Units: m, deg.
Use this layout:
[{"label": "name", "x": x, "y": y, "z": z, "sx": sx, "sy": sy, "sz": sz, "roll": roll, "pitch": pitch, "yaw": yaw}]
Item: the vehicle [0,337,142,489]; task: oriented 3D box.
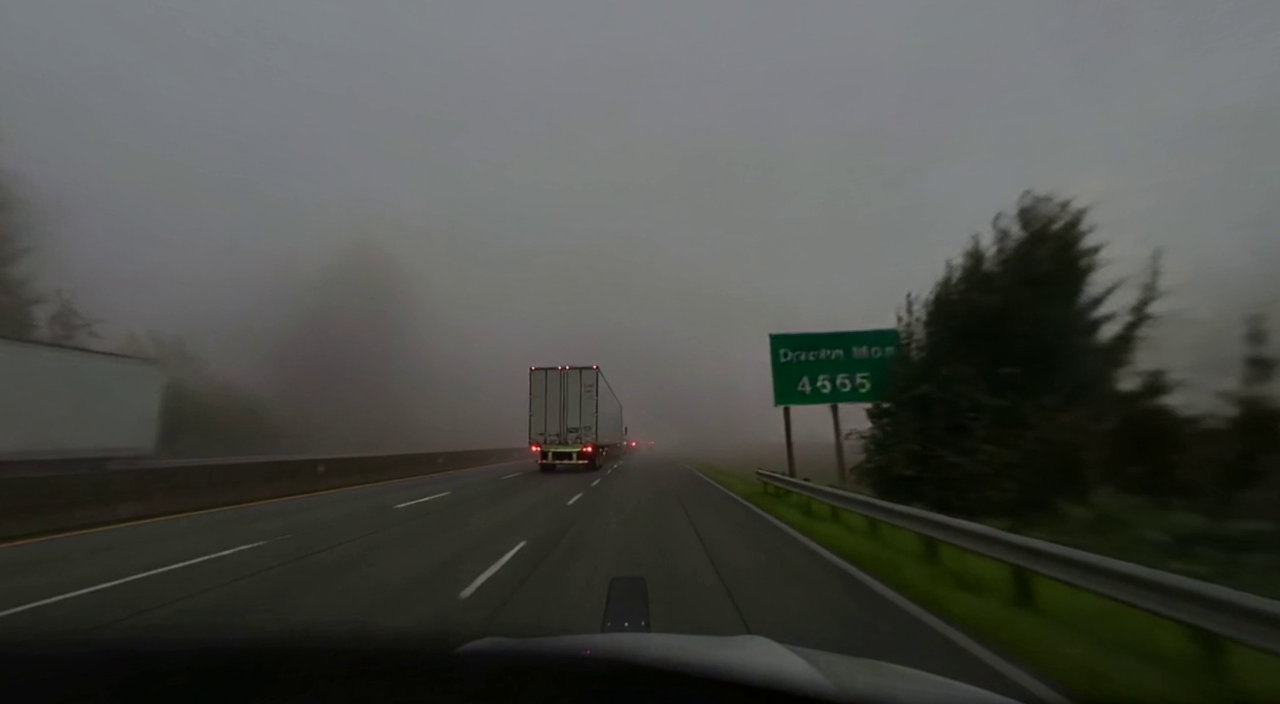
[{"label": "vehicle", "x": -18.609, "y": 1.251, "z": 14.213, "sx": 2.937, "sy": 4.009, "sz": 14.253, "roll": 0, "pitch": -8, "yaw": 1}]

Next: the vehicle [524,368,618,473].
[{"label": "vehicle", "x": -2.912, "y": 3.649, "z": 31.459, "sx": 2.947, "sy": 4.051, "sz": 14.256, "roll": 0, "pitch": -8, "yaw": 1}]
